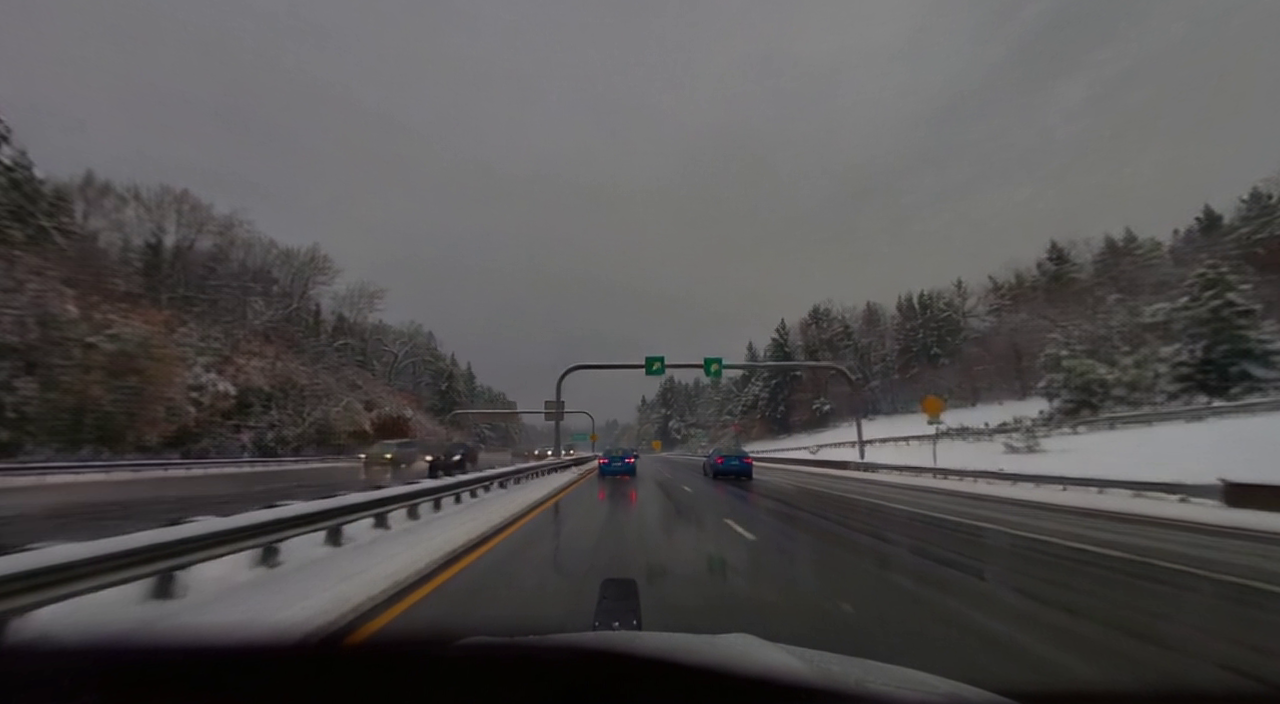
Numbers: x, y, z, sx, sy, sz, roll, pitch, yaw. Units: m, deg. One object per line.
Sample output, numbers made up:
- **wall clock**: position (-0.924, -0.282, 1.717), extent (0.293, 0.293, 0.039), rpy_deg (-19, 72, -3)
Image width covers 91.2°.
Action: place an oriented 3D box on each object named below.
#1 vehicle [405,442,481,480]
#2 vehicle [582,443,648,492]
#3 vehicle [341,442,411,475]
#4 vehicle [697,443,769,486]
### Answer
- **vehicle**: position (-8.593, 4.786, 27.792), extent (1.985, 1.555, 4.510), rpy_deg (0, -9, -1)
- **vehicle**: position (-0.835, 4.075, 22.468), extent (2.128, 1.516, 4.410), rpy_deg (-1, -9, -1)
- **vehicle**: position (-13.587, 5.485, 32.519), extent (1.890, 1.547, 4.184), rpy_deg (-1, -9, -1)
- **vehicle**: position (3.696, 4.568, 25.771), extent (2.300, 1.595, 4.144), rpy_deg (-1, -9, 0)
